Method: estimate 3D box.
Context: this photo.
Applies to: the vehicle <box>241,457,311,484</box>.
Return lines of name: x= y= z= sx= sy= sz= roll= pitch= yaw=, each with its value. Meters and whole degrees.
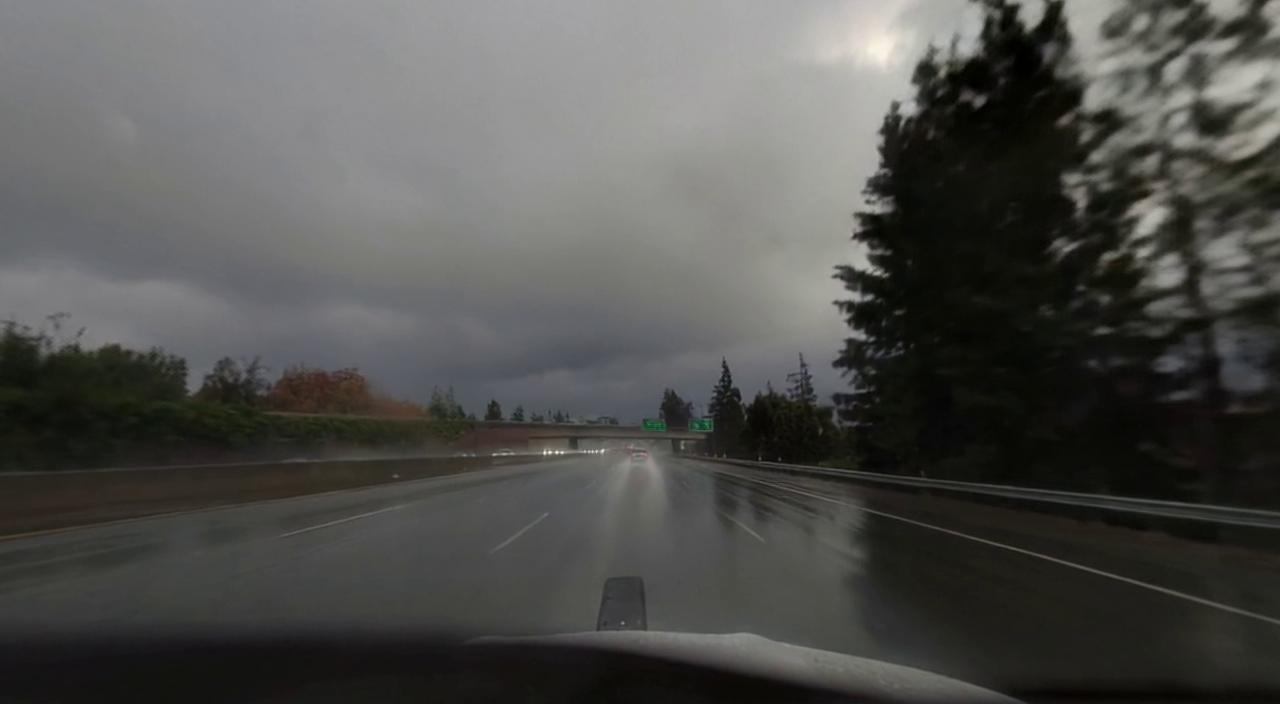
vehicle: x=-23.238 y=7.580 z=40.424 sx=1.782 sy=1.561 sz=4.513 roll=0 pitch=-9 yaw=0
